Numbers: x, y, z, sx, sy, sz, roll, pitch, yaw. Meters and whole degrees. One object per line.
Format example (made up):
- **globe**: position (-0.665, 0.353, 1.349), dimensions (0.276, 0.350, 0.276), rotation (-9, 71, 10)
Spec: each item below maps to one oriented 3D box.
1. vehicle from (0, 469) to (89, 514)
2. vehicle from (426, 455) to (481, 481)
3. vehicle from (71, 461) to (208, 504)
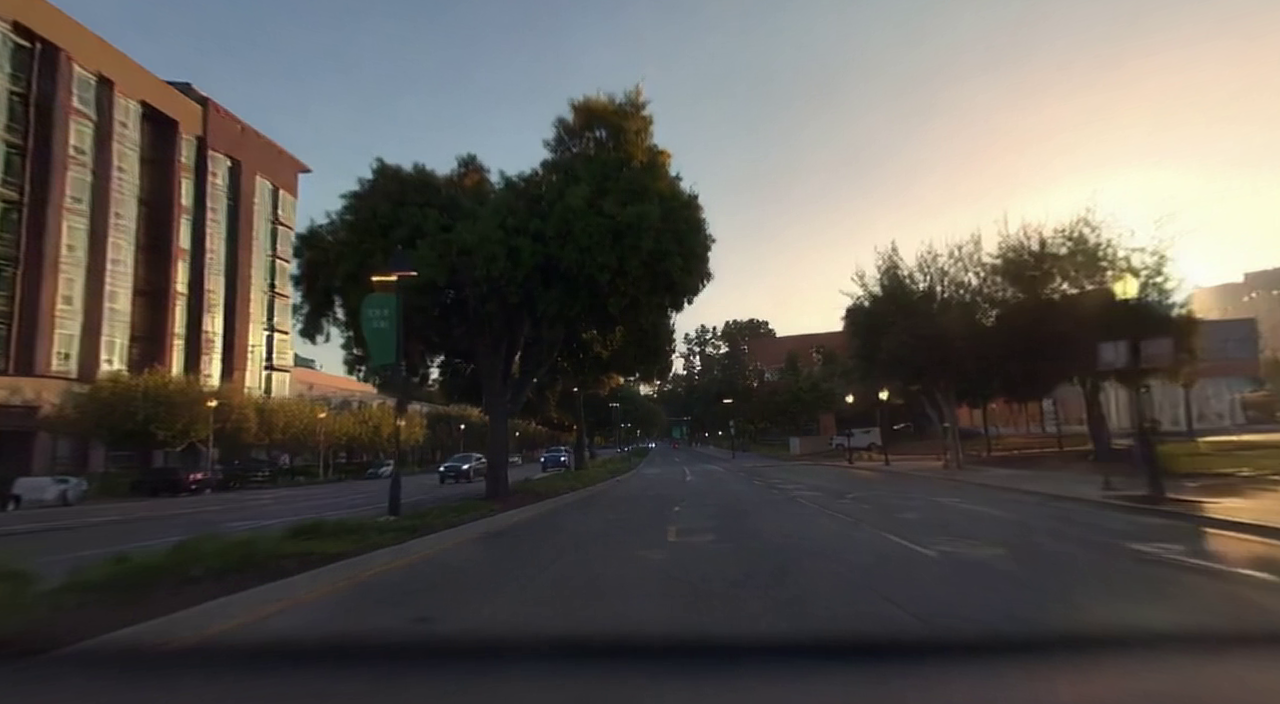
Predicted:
- **vehicle**: position (-28.655, 6.373, 28.931), dimensions (2.073, 1.772, 4.793), rotation (-1, -8, 7)
- **vehicle**: position (-12.776, 7.955, 43.487), dimensions (2.006, 1.633, 4.292), rotation (-1, -8, 7)
- **vehicle**: position (-28.261, 7.351, 35.982), dimensions (2.403, 2.020, 6.284), rotation (-1, -8, 4)
